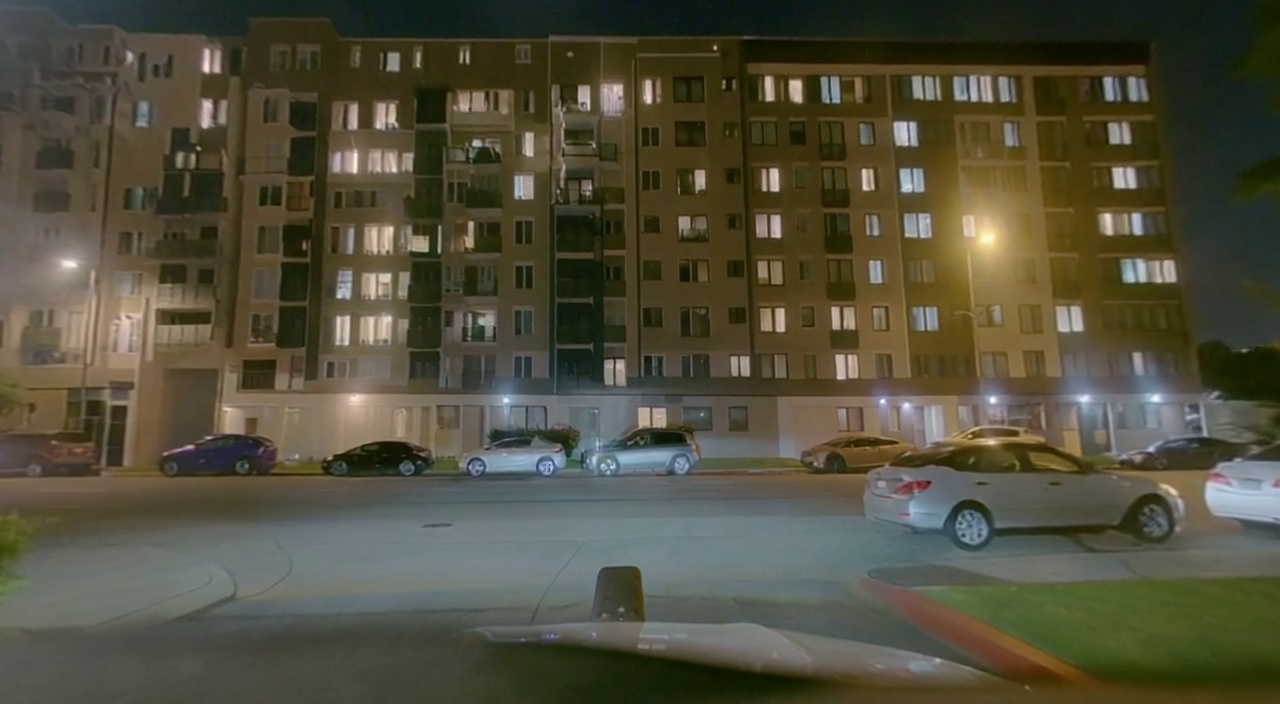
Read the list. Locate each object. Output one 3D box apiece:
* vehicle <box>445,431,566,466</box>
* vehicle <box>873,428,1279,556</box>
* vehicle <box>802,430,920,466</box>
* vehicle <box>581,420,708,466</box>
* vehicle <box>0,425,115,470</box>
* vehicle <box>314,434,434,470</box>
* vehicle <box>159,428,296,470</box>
[{"bbox_3d":[-5.686,4.166,27.226,4.851,1.339,1.785,-1,-10,-2],"label":"vehicle"},{"bbox_3d":[5.936,1.817,8.647,4.714,1.471,1.978,-1,-6,2],"label":"vehicle"},{"bbox_3d":[9.568,4.156,27.557,4.521,1.411,1.726,0,-6,-3],"label":"vehicle"},{"bbox_3d":[0.138,3.953,27.400,5.299,1.860,2.098,0,-9,-4],"label":"vehicle"},{"bbox_3d":[-25.805,3.978,26.455,5.593,1.781,2.163,0,-8,-3],"label":"vehicle"},{"bbox_3d":[-11.305,4.257,27.117,4.336,1.438,1.776,0,-7,-3],"label":"vehicle"},{"bbox_3d":[-17.443,4.094,26.883,4.426,1.641,1.889,0,-8,-4],"label":"vehicle"}]
